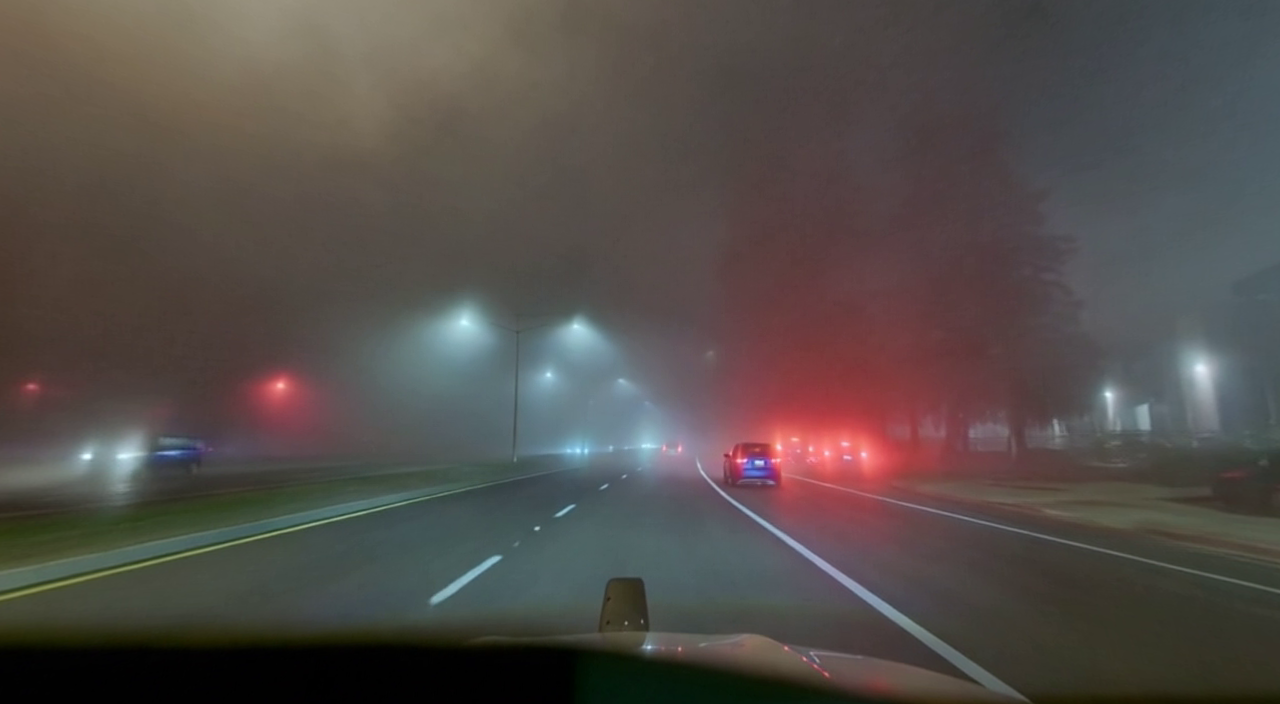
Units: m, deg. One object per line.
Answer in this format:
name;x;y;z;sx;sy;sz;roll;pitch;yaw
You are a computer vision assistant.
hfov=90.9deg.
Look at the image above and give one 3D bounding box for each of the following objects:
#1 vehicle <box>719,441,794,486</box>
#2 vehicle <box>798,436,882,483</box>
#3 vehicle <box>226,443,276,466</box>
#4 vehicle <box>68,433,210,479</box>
vehicle;4.176;4.065;23.355;1.981;1.499;4.536;0;-8;1
vehicle;8.357;4.505;26.808;2.104;1.801;4.628;0;-8;1
vehicle;-29.299;7.667;47.386;4.266;1.583;2.078;-8;-12;43
vehicle;-19.446;4.057;24.796;2.140;1.626;4.526;1;-8;-5
